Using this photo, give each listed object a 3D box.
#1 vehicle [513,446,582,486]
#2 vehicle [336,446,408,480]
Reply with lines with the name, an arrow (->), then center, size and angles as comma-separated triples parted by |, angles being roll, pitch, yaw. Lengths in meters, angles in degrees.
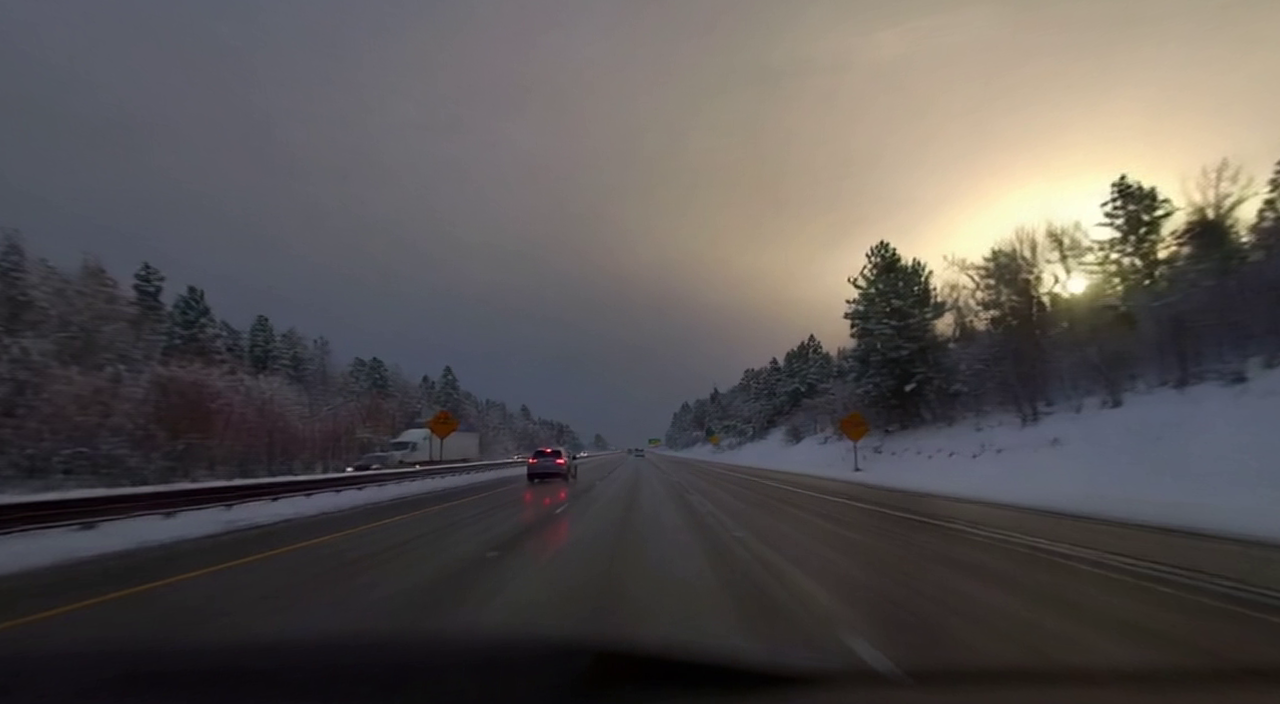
vehicle -> -3.646, 4.616, 25.771 | 2.054, 1.475, 4.708 | 0, -9, 1
vehicle -> -16.260, 6.753, 38.502 | 2.323, 1.901, 4.737 | 0, -9, -1
